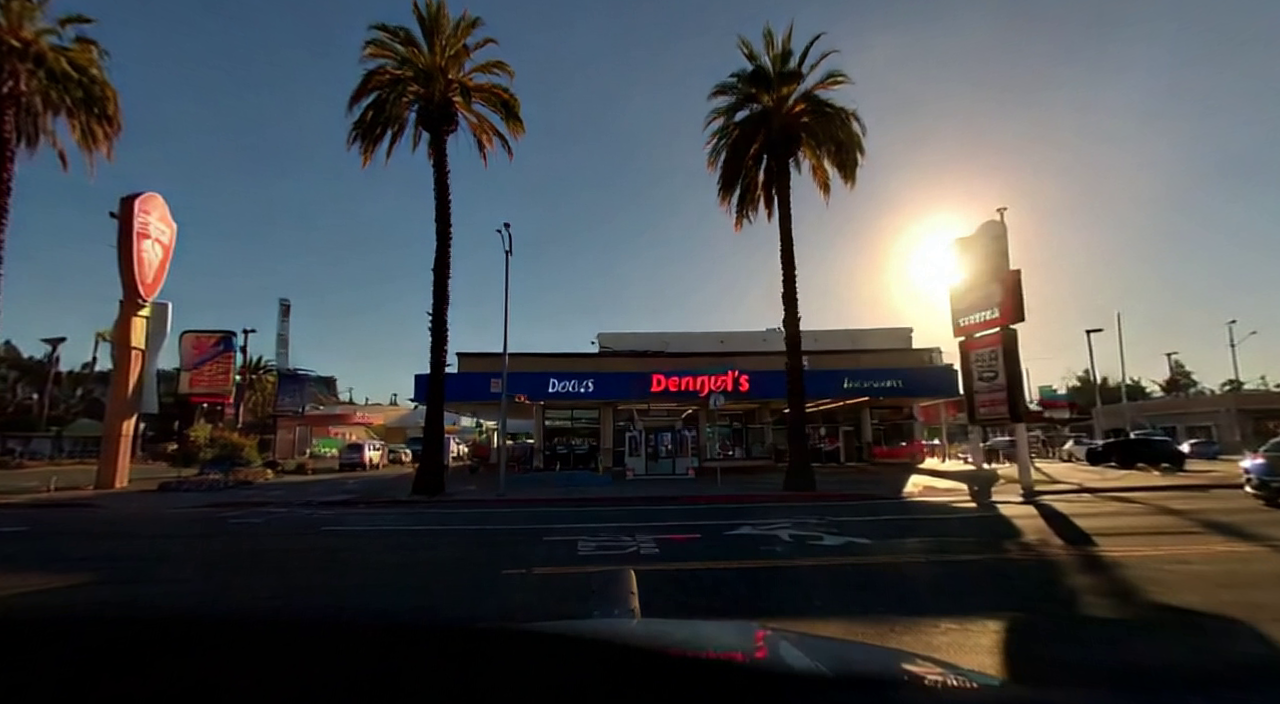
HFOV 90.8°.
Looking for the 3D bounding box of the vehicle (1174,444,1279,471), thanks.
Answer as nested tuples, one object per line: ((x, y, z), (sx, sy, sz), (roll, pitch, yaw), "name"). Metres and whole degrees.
((34.300, 6.119, 36.921), (1.805, 1.466, 4.641), (1, -9, -6), "vehicle")

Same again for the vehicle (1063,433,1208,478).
((22.350, 4.646, 28.620), (4.880, 1.754, 2.202), (0, -5, -6), "vehicle")
